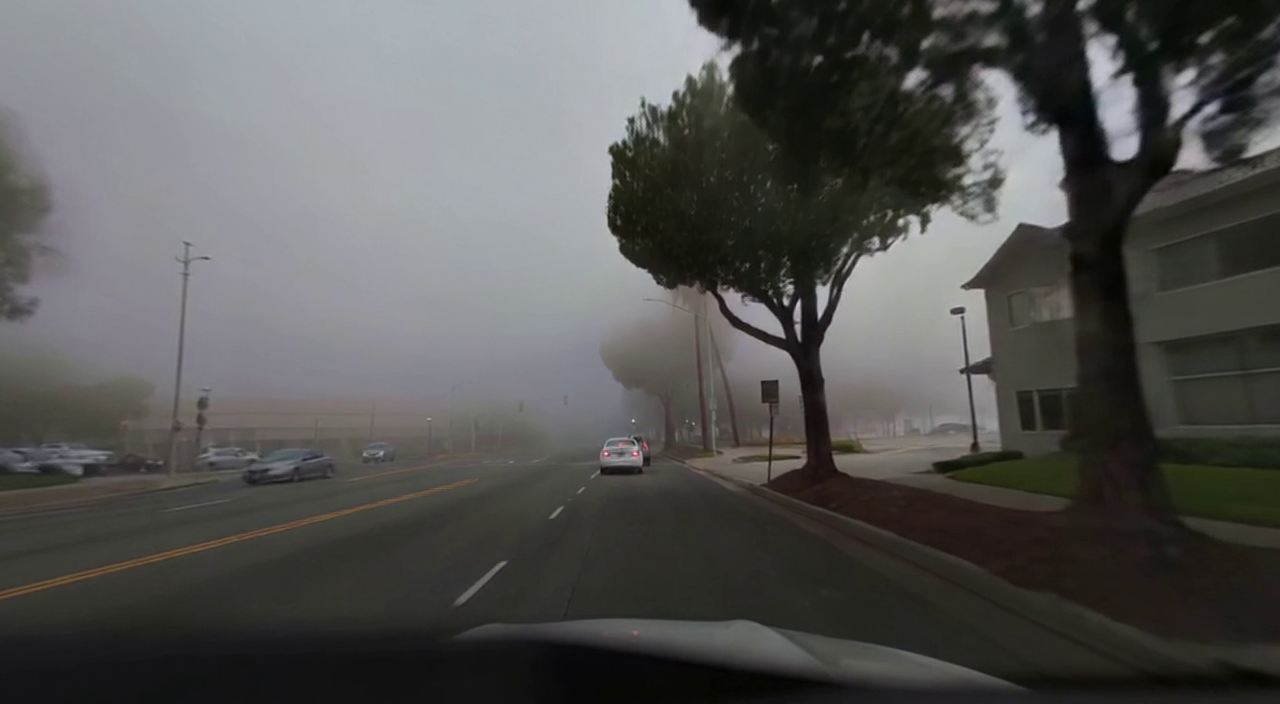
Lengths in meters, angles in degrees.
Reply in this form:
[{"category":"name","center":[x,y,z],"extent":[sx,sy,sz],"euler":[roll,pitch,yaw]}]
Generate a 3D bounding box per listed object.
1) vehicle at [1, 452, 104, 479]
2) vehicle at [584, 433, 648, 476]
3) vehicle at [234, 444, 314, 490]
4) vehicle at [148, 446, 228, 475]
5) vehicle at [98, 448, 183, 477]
[{"category":"vehicle","center":[-34.732,6.691,37.522],"extent":[1.940,1.474,4.384],"euler":[0,-9,-1]},{"category":"vehicle","center":[-0.852,4.031,24.897],"extent":[2.060,1.526,3.859],"euler":[-1,-9,5]},{"category":"vehicle","center":[-13.353,4.184,23.333],"extent":[1.903,1.487,4.784],"euler":[3,-9,-22]},{"category":"vehicle","center":[-26.694,6.412,37.458],"extent":[1.816,1.586,3.958],"euler":[0,-9,-1]},{"category":"vehicle","center":[-29.204,6.427,37.101],"extent":[1.812,1.585,3.938],"euler":[0,-9,-3]}]
